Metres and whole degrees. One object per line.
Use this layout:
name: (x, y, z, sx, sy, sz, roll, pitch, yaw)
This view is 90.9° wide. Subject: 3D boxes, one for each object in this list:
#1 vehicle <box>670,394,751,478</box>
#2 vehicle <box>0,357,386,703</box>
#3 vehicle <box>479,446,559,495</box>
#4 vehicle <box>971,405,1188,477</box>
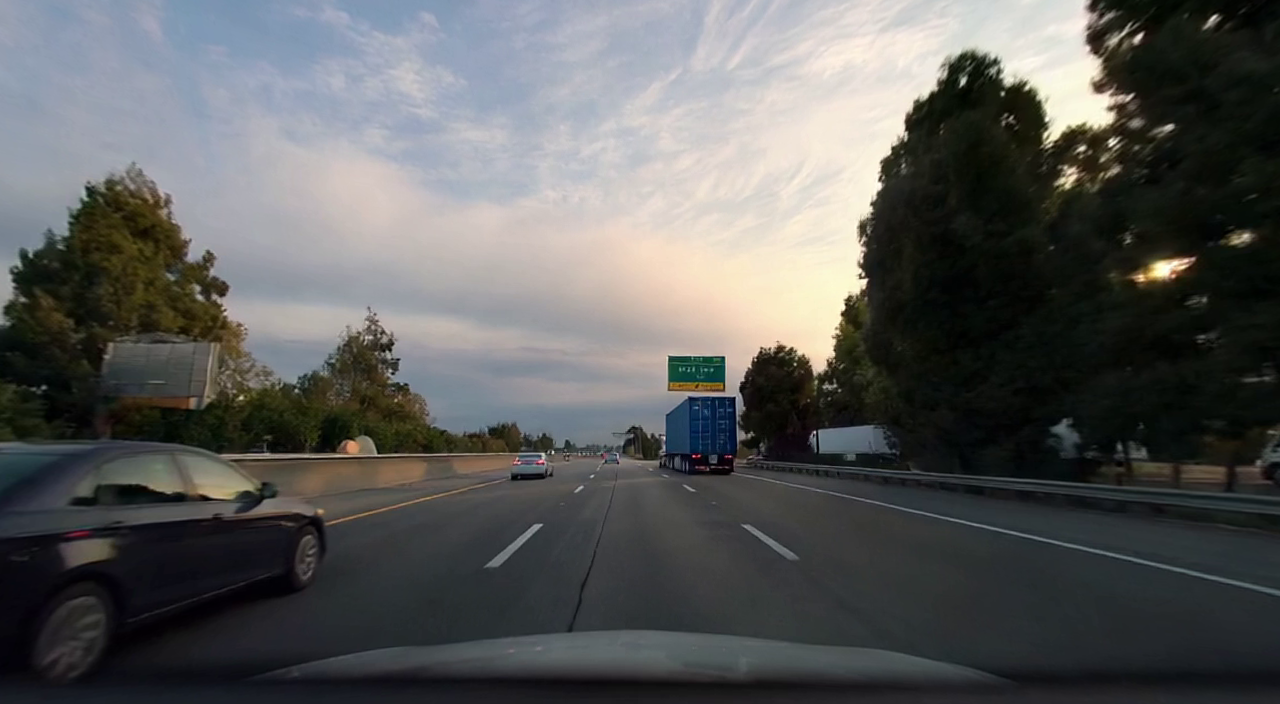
vehicle: (3.716, 5.074, 36.959, 2.821, 4.046, 12.876, 0, -9, -2)
vehicle: (-3.723, 1.044, 3.668, 2.370, 1.647, 5.091, 0, -9, 0)
vehicle: (-4.099, 4.058, 21.967, 2.063, 1.532, 3.763, 0, -9, -1)
vehicle: (28.552, 6.136, 42.611, 2.986, 4.013, 13.935, 1, -9, -9)
